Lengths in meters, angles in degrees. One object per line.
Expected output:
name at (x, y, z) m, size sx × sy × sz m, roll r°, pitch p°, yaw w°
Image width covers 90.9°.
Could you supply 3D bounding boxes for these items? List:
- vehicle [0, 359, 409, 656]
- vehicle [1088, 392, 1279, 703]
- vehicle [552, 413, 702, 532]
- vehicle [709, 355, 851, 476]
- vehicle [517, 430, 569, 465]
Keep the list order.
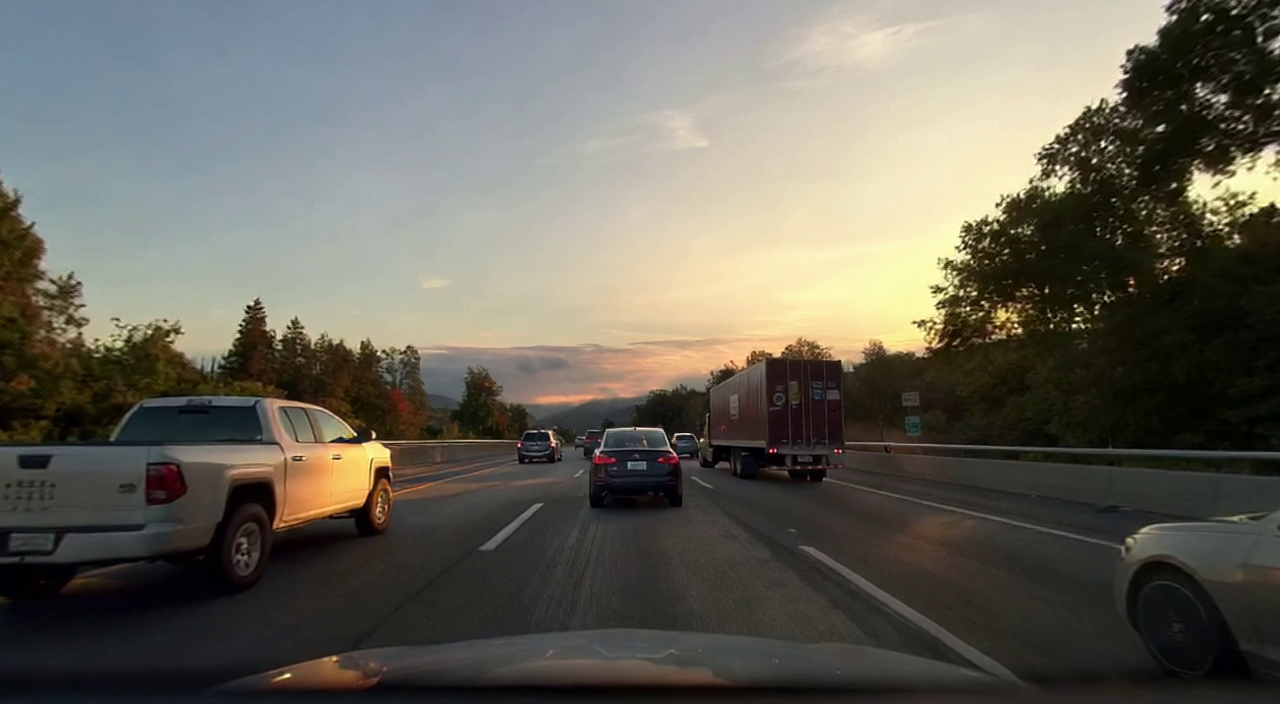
vehicle at (-4.194, 1.231, 6.157) m, size 2.101 × 1.767 × 4.702 m, roll 0°, pitch -8°, yaw 0°
vehicle at (3.529, 0.773, 1.531) m, size 1.951 × 1.477 × 3.963 m, roll 0°, pitch -8°, yaw 0°
vehicle at (-0.203, 1.942, 10.759) m, size 2.083 × 1.647 × 3.799 m, roll 0°, pitch -8°, yaw -1°
vehicle at (5.563, 3.100, 28.677) m, size 2.888 × 4.135 × 14.071 m, roll 0°, pitch -8°, yaw -1°
vehicle at (-4.799, 4.770, 31.617) m, size 1.971 × 1.648 × 3.983 m, roll 0°, pitch -8°, yaw 0°
